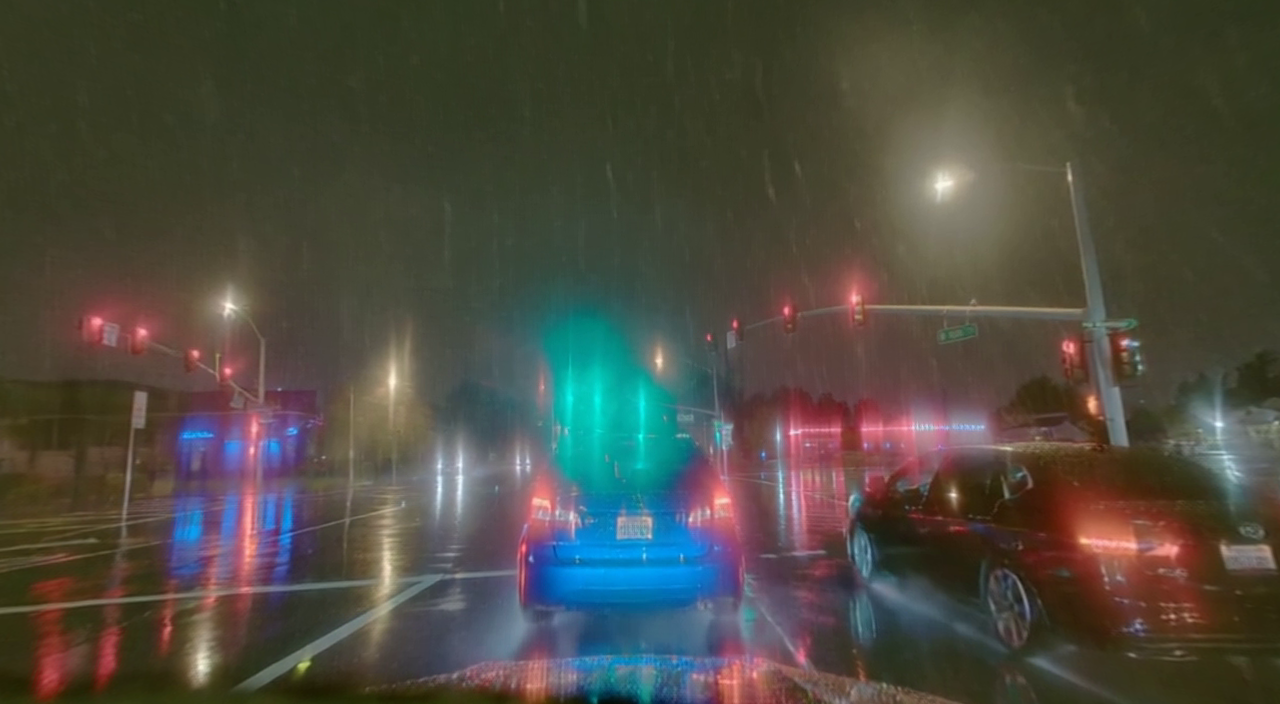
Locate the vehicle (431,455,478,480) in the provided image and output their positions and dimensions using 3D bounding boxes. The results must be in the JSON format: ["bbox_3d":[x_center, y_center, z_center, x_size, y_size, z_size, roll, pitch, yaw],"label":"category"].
[{"bbox_3d":[-14.461,9.016,49.476,2.126,1.782,4.880,0,-8,1],"label":"vehicle"}]

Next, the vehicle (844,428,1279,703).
[{"bbox_3d":[3.353,1.408,5.222,1.860,1.430,4.089,0,-8,-1],"label":"vehicle"}]

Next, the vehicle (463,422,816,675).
[{"bbox_3d":[-0.050,1.471,5.861,2.094,1.481,4.078,0,-8,-2],"label":"vehicle"}]
